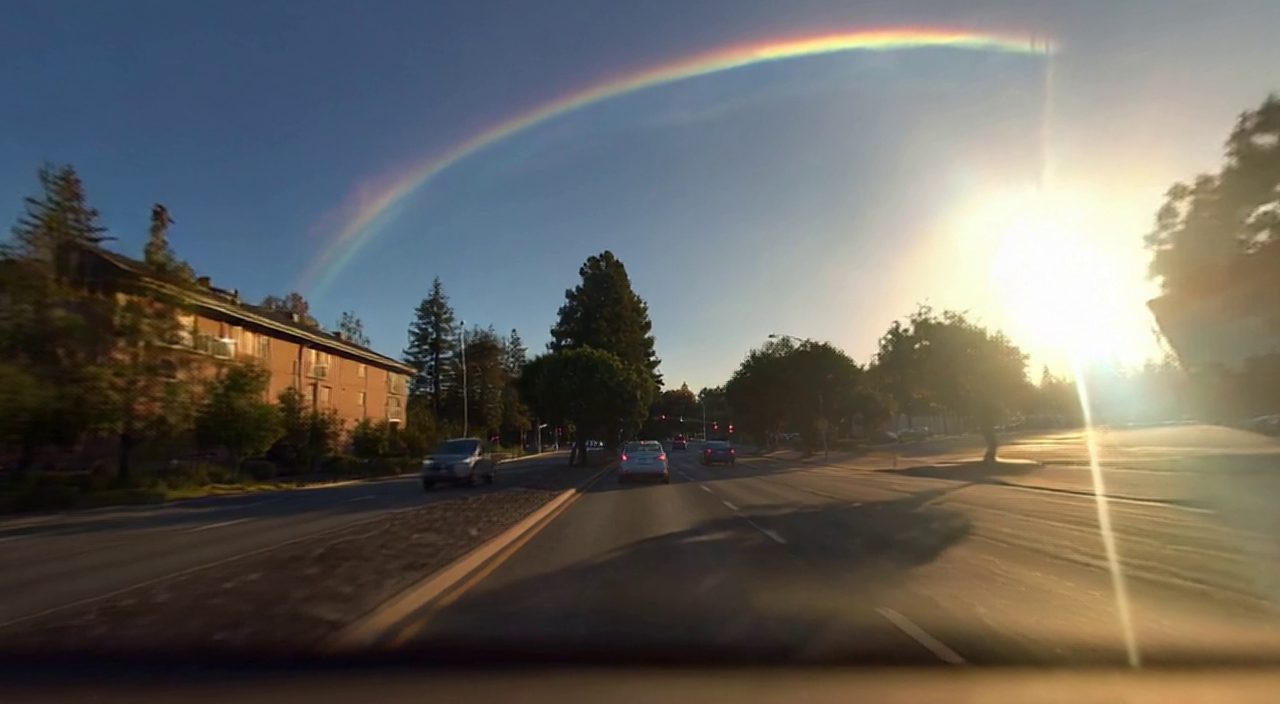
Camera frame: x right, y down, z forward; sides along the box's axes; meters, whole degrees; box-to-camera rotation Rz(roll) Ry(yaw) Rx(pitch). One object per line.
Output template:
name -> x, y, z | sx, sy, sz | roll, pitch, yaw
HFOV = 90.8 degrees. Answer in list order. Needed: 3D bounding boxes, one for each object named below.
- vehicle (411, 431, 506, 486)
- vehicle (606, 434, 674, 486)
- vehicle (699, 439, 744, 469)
vehicle -> -6.575, 3.926, 23.488 | 2.174, 1.802, 4.591 | 0, -9, 0
vehicle -> 0.021, 3.759, 22.301 | 2.181, 1.639, 4.127 | 0, -9, 0
vehicle -> 4.731, 5.976, 37.198 | 1.987, 1.613, 4.081 | 0, -9, -1
